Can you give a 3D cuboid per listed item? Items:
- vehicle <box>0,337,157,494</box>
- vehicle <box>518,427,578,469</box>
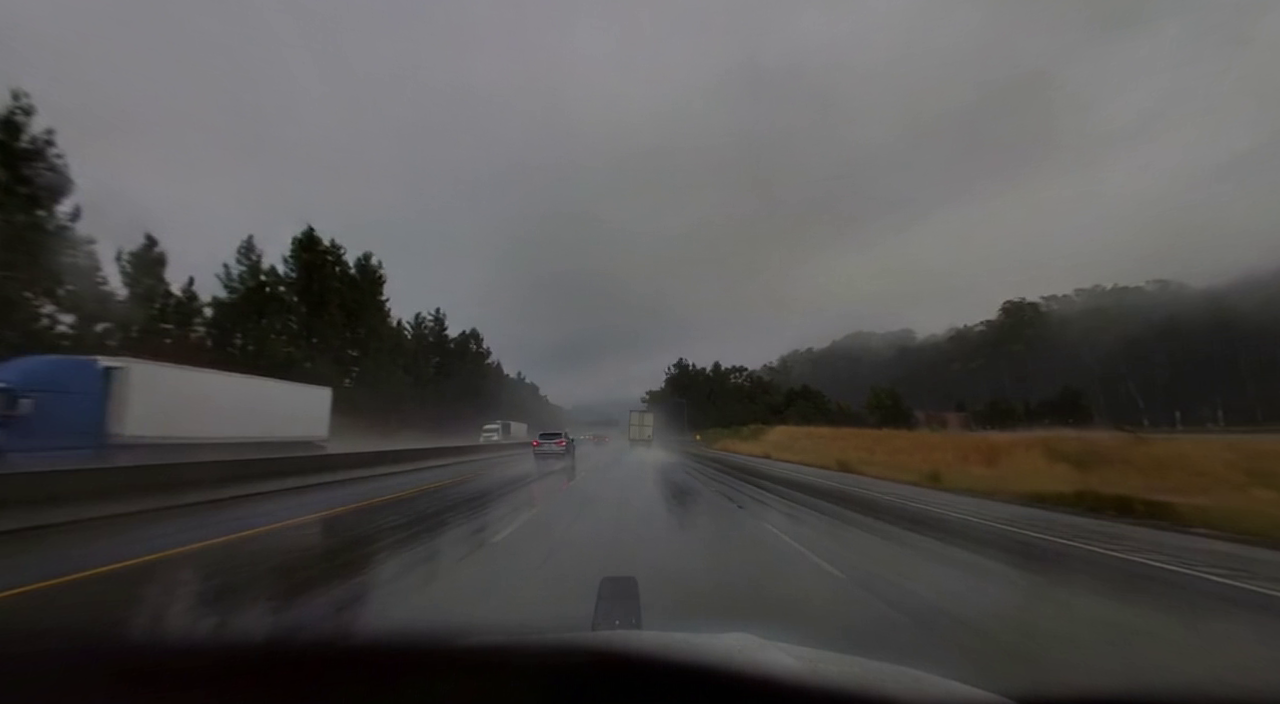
[{"bbox_3d":[-17.063,1.802,17.191,2.975,3.782,5.870,0,-8,-1],"label":"vehicle"},{"bbox_3d":[-3.936,4.177,27.694,2.045,1.655,4.301,0,-8,0],"label":"vehicle"}]
